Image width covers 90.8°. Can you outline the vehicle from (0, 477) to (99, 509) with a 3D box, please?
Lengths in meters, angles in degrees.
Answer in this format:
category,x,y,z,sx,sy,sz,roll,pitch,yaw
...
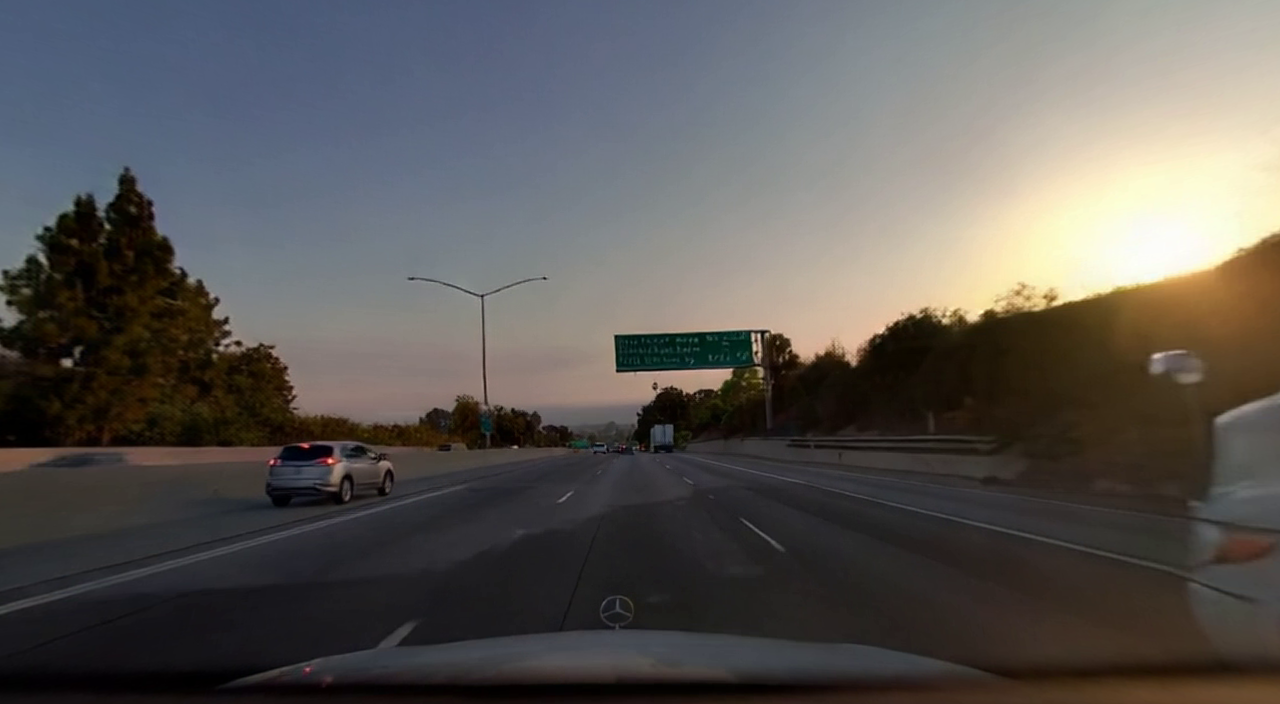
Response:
category,x,y,z,sx,sy,sz,roll,pitch,yaw
vehicle,-35.053,8.277,37.273,1.951,1.523,4.625,0,-9,2

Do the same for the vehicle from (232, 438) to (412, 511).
category,x,y,z,sx,sy,sz,roll,pitch,yaw
vehicle,-7.392,2.872,15.345,2.033,1.494,4.508,0,-9,0
